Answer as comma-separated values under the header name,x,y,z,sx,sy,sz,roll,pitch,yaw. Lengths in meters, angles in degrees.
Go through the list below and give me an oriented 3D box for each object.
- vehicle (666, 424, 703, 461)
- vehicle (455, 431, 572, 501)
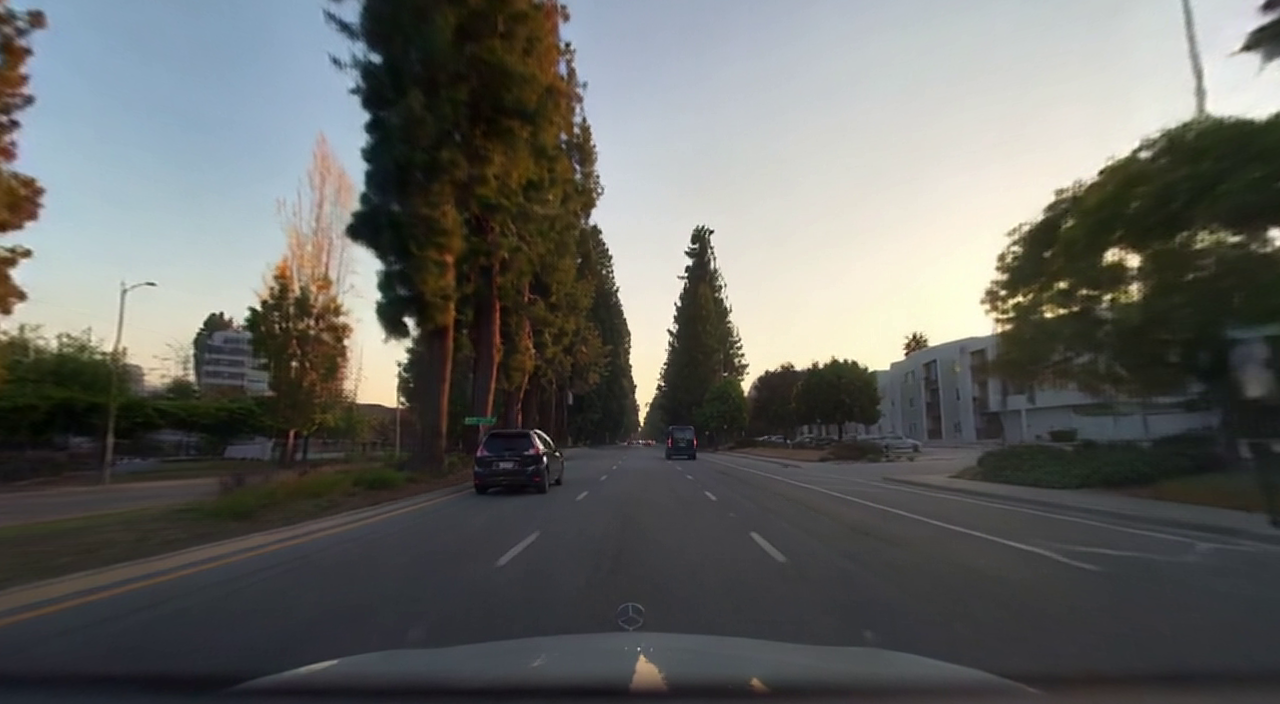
name,x,y,z,sx,sy,sz,roll,pitch,yaw
vehicle,3.349,7.044,48.762,2.349,2.671,5.744,0,-8,-1
vehicle,-3.176,2.973,16.877,2.129,1.602,4.532,0,-8,1
